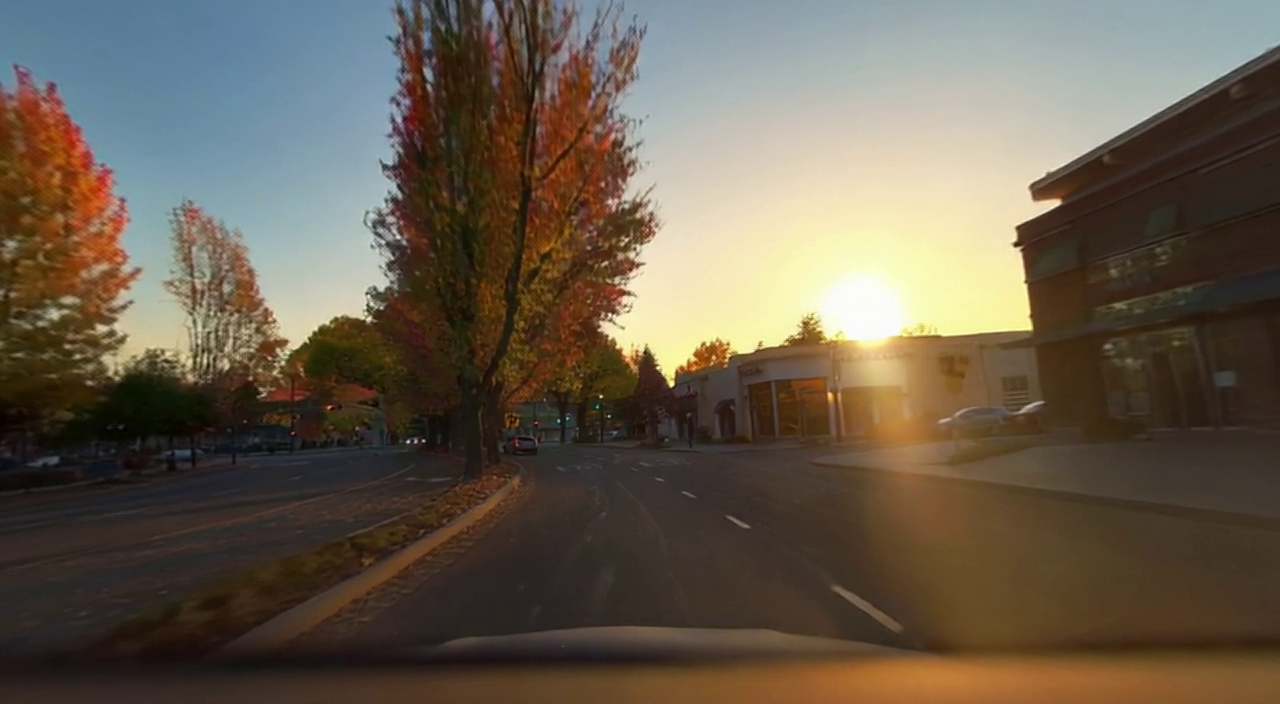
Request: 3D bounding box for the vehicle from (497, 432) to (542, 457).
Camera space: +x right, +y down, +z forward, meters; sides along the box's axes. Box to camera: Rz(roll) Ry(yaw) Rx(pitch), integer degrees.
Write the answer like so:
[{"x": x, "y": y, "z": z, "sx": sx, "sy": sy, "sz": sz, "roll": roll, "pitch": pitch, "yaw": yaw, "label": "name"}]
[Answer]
[{"x": -7.879, "y": 5.993, "z": 40.953, "sx": 2.018, "sy": 1.512, "sz": 4.304, "roll": 3, "pitch": -8, "yaw": -22, "label": "vehicle"}]
